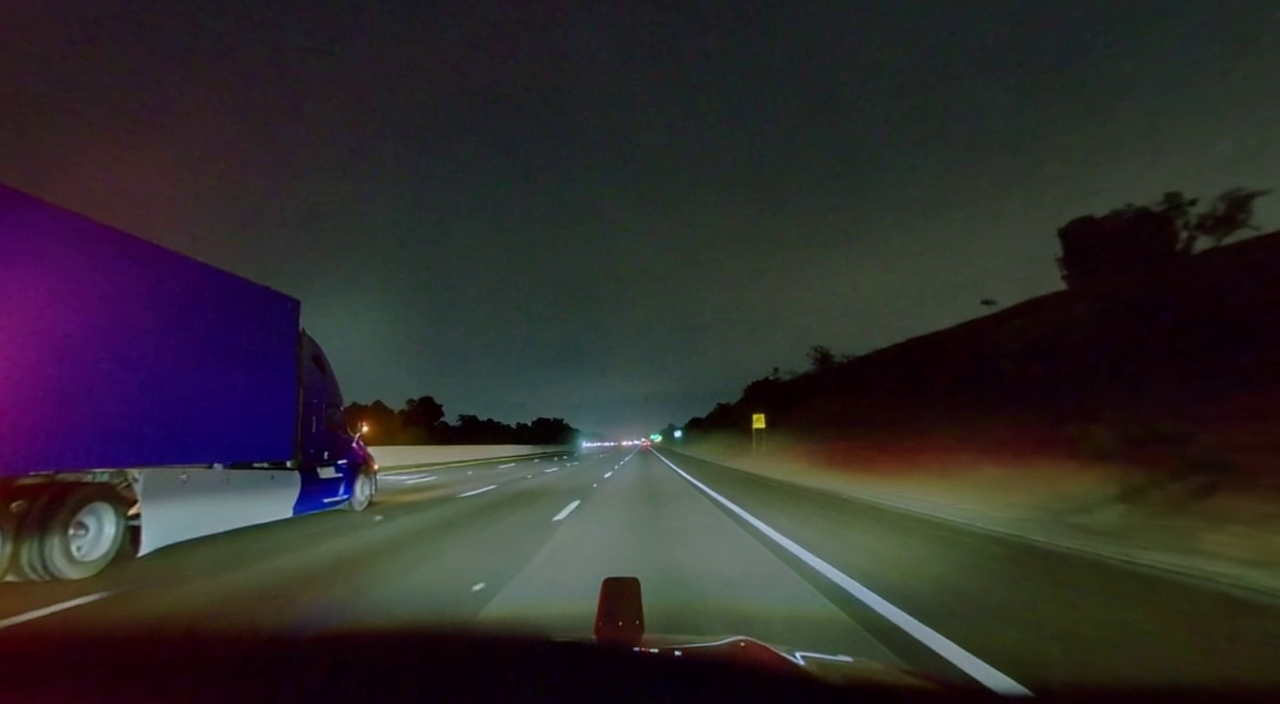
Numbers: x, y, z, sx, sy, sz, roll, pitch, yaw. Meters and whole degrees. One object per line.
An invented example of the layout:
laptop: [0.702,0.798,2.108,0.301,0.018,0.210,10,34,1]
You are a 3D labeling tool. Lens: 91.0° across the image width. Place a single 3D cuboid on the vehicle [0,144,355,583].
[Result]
vehicle: [-7.256,0.437,7.951,2.996,3.947,8.600,0,-9,1]
